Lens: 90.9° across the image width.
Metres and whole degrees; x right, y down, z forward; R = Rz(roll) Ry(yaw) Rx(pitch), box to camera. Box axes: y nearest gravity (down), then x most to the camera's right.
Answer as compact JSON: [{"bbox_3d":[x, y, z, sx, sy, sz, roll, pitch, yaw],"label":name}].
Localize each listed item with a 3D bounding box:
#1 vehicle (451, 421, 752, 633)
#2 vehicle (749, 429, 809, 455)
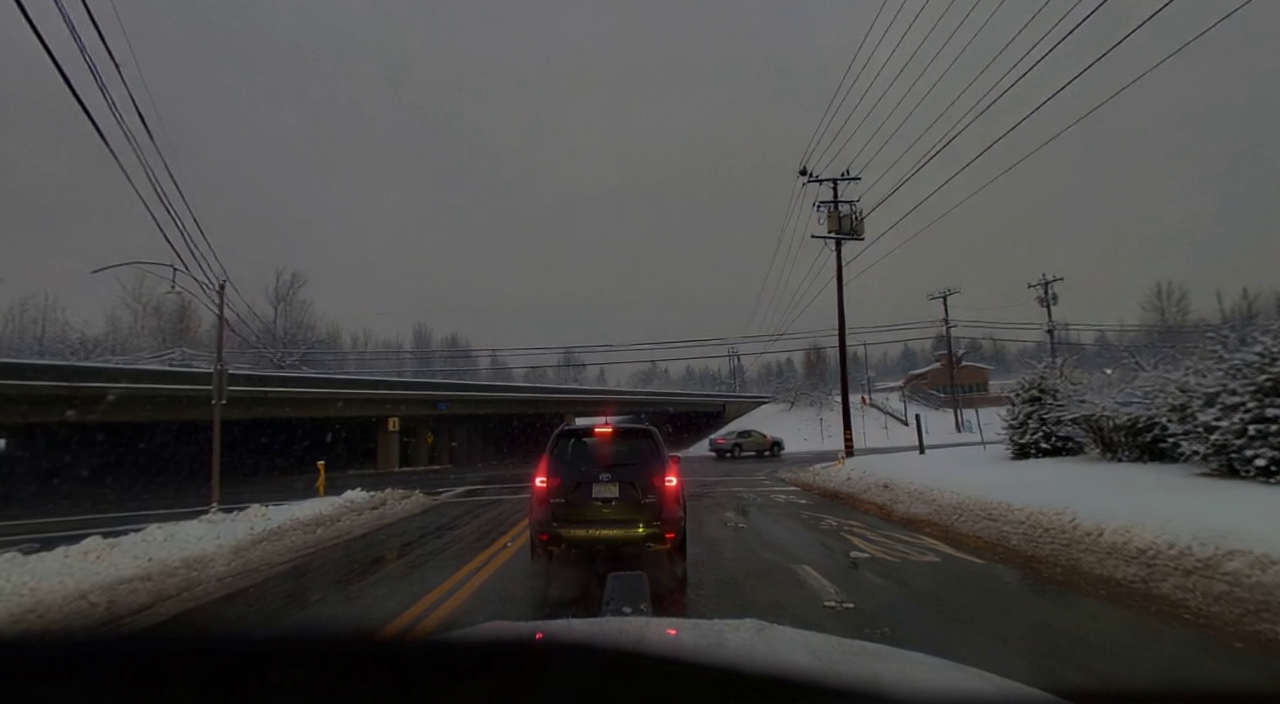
[{"bbox_3d":[-0.232,1.527,6.472,2.090,1.458,4.033,-1,-9,1],"label":"vehicle"},{"bbox_3d":[10.157,6.552,45.900,1.966,1.785,4.855,-8,-12,43],"label":"vehicle"}]
